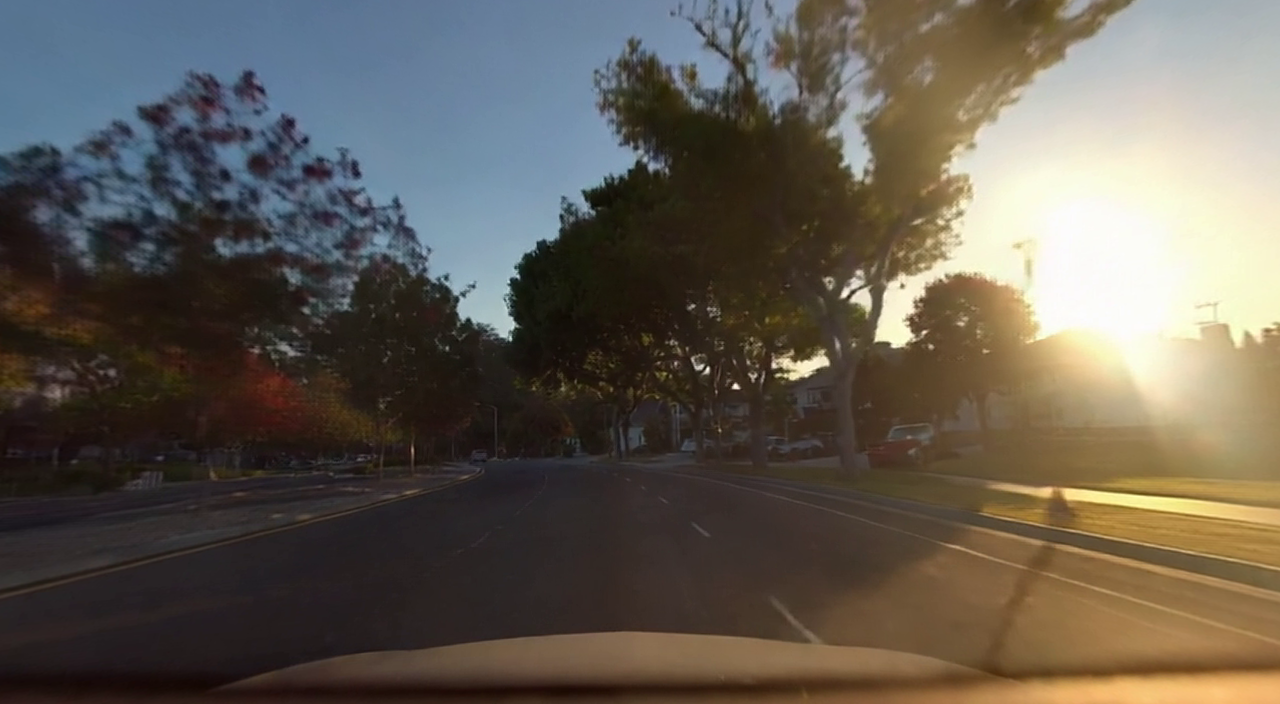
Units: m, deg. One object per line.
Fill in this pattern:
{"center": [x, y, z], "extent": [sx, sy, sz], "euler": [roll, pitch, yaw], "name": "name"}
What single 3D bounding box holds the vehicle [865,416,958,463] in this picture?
{"center": [12.143, 3.911, 28.056], "extent": [2.110, 1.863, 4.977], "euler": [-11, -13, 41], "name": "vehicle"}
